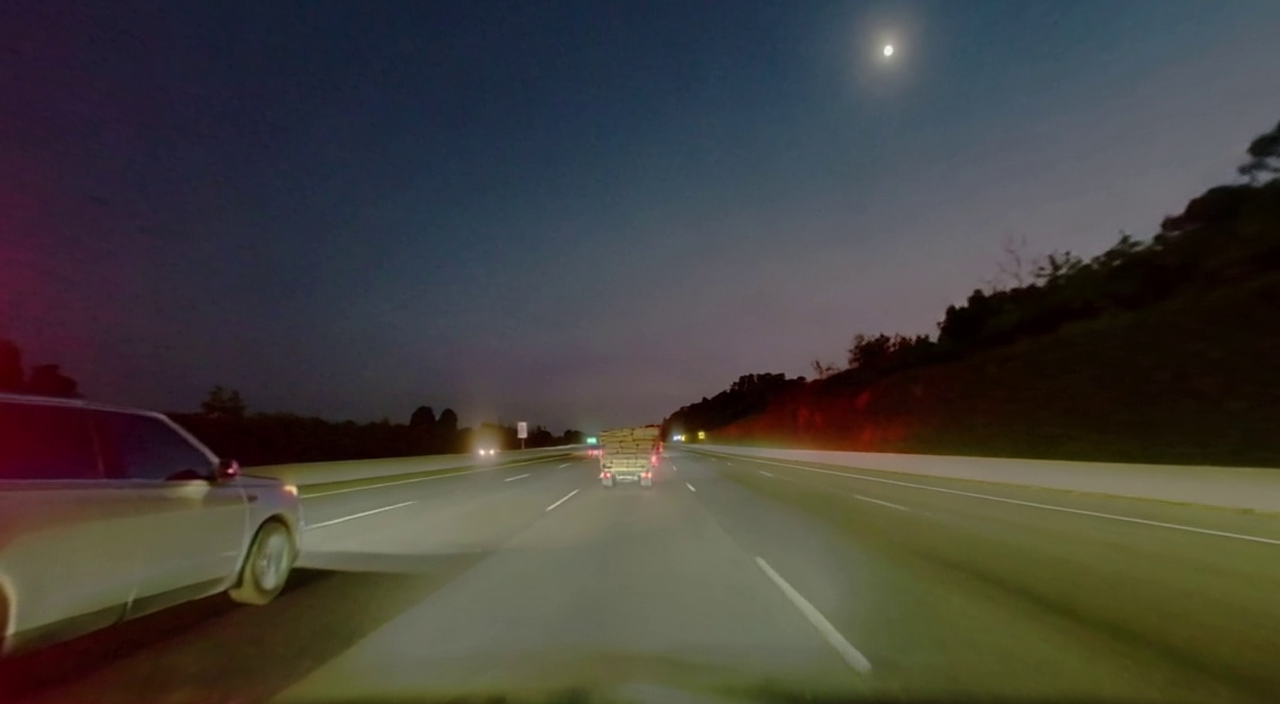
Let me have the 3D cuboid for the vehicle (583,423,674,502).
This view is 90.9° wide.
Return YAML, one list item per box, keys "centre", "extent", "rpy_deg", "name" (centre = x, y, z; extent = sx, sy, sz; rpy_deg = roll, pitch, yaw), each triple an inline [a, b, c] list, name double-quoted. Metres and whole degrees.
- centre: [-0.231, 2.878, 16.790]
  extent: [2.114, 1.787, 4.365]
  rpy_deg: [0, -8, 1]
  name: "vehicle"
